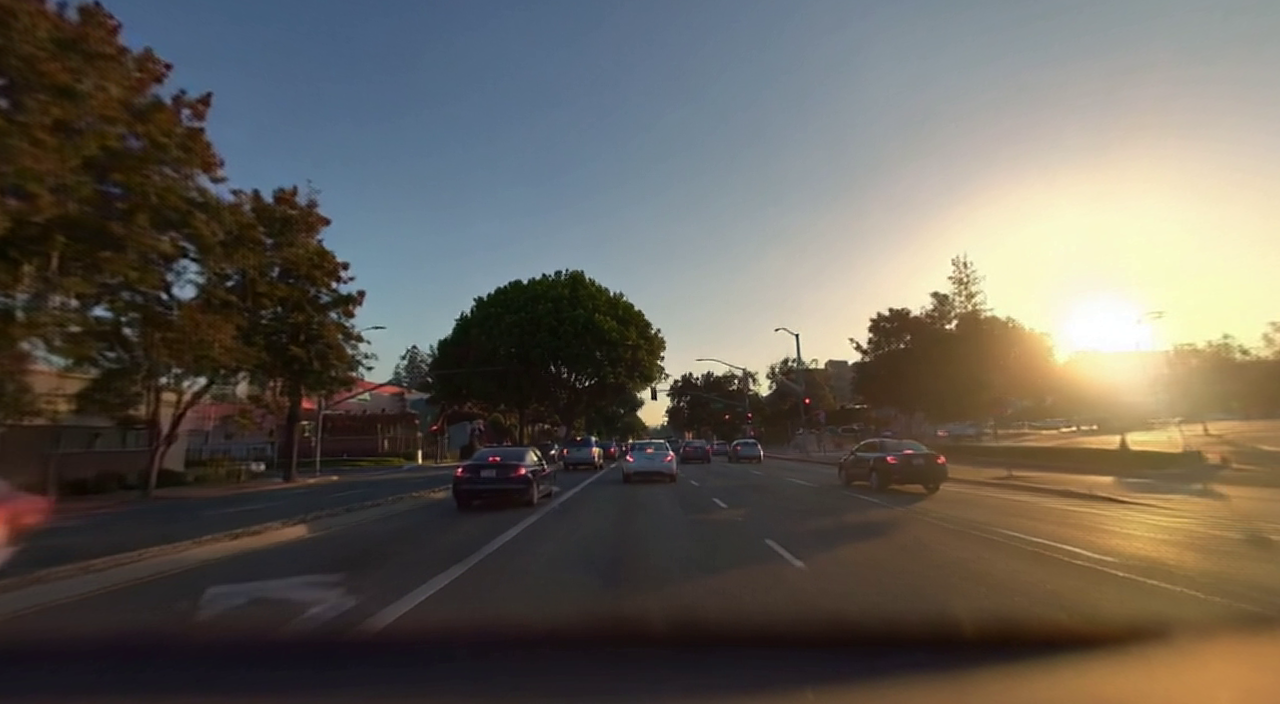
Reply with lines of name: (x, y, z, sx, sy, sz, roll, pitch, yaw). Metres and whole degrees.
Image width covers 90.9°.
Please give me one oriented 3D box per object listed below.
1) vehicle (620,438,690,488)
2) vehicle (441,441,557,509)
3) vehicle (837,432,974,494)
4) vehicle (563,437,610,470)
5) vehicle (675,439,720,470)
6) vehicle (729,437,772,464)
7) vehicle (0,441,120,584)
vehicle: (0.454, 3.625, 20.923, 2.096, 1.473, 3.893, 0, -8, 0)
vehicle: (-3.409, 3.034, 16.143, 1.938, 1.472, 4.399, 0, -8, 0)
vehicle: (7.248, 3.072, 17.802, 1.892, 1.515, 4.400, 0, -8, -1)
vehicle: (-2.945, 5.724, 35.737, 2.219, 1.699, 4.090, 0, -8, 1)
vehicle: (3.004, 5.481, 33.912, 1.988, 1.528, 4.144, 0, -8, -1)
vehicle: (7.320, 6.560, 42.187, 2.044, 1.701, 4.397, 0, -8, -1)
vehicle: (-8.563, 1.783, 6.747, 2.212, 1.652, 4.376, 0, -8, 0)
